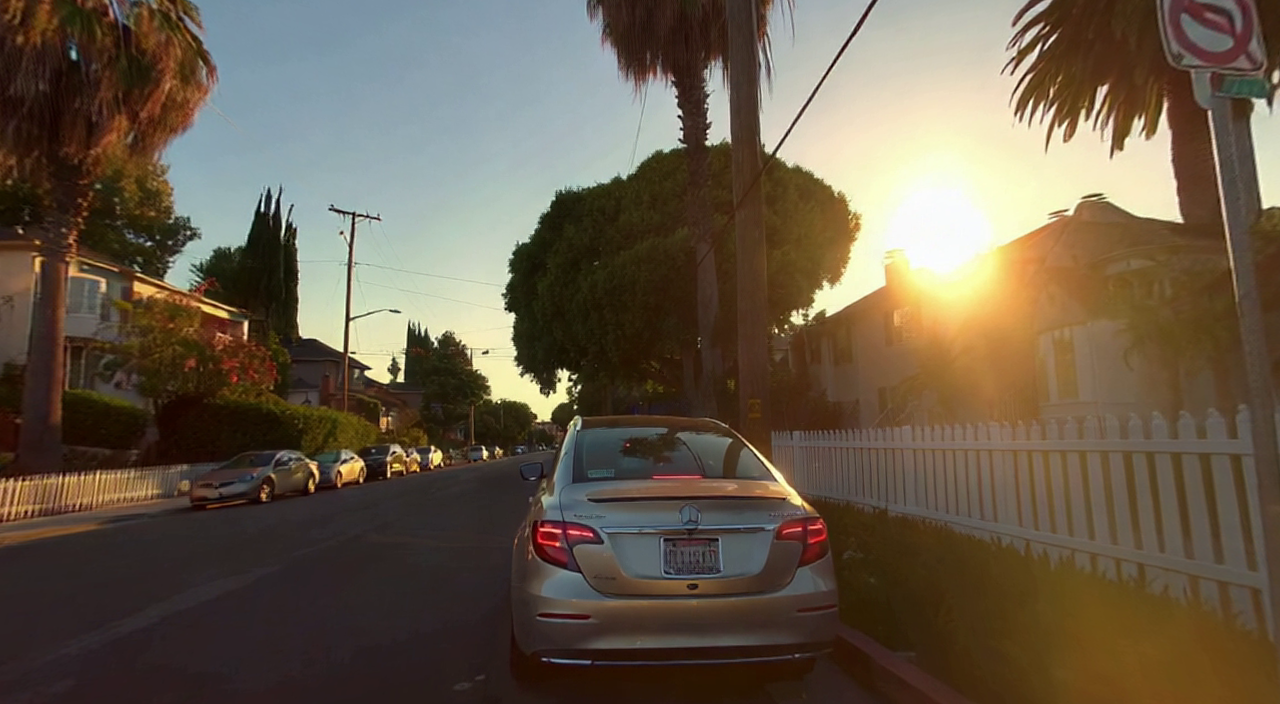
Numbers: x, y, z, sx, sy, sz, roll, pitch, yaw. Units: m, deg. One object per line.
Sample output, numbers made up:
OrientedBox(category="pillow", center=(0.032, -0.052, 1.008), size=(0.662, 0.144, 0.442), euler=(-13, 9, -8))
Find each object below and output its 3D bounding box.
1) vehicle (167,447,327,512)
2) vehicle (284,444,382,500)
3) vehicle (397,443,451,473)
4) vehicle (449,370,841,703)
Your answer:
OrientedBox(category="vehicle", center=(-11.395, 3.665, 18.797), size=(2.017, 1.627, 5.039), euler=(1, -8, -7))
OrientedBox(category="vehicle", center=(-12.151, 4.715, 25.292), size=(2.048, 1.485, 4.757), euler=(-4, -4, -8))
OrientedBox(category="vehicle", center=(-13.173, 6.467, 38.698), size=(2.060, 1.689, 4.999), euler=(1, -8, -7))
OrientedBox(category="vehicle", center=(-0.134, 1.220, 5.000), size=(1.894, 1.695, 3.795), euler=(1, -8, -6))
